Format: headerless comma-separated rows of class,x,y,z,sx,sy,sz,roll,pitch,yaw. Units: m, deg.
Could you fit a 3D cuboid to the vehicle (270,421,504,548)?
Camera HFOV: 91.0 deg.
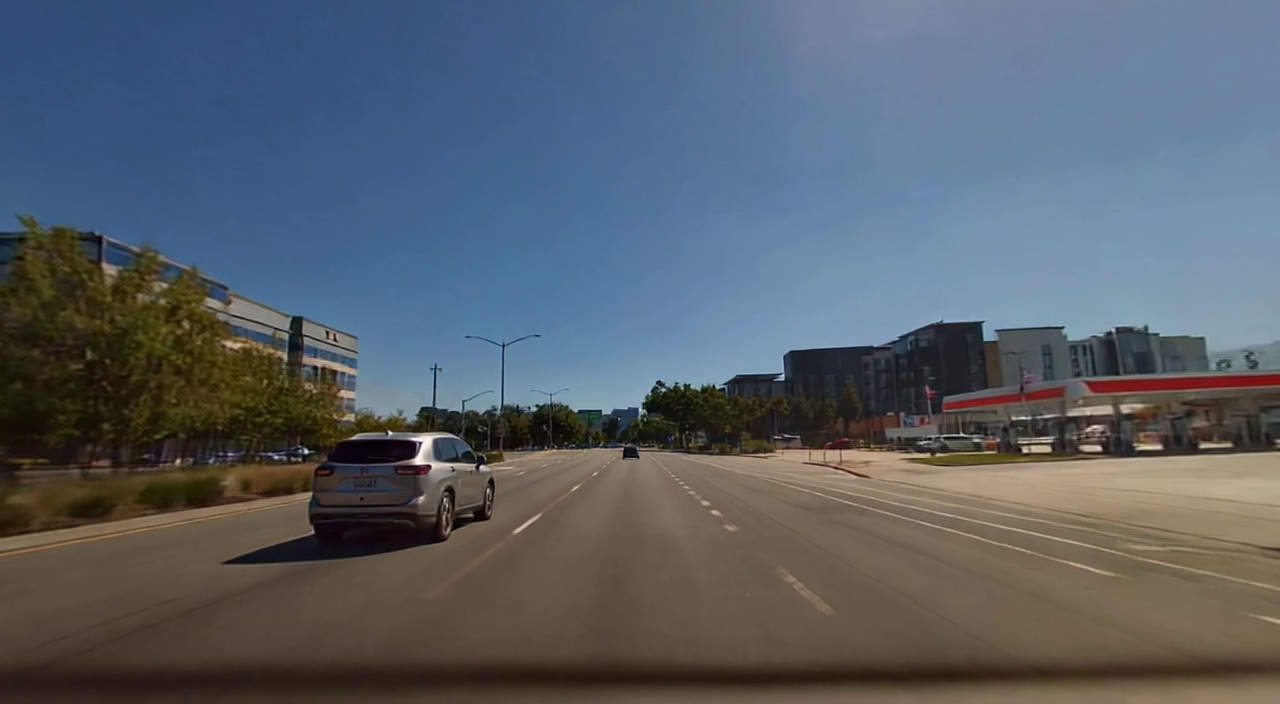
vehicle,-3.848,2.099,10.693,2.039,1.656,4.710,0,-9,-1
